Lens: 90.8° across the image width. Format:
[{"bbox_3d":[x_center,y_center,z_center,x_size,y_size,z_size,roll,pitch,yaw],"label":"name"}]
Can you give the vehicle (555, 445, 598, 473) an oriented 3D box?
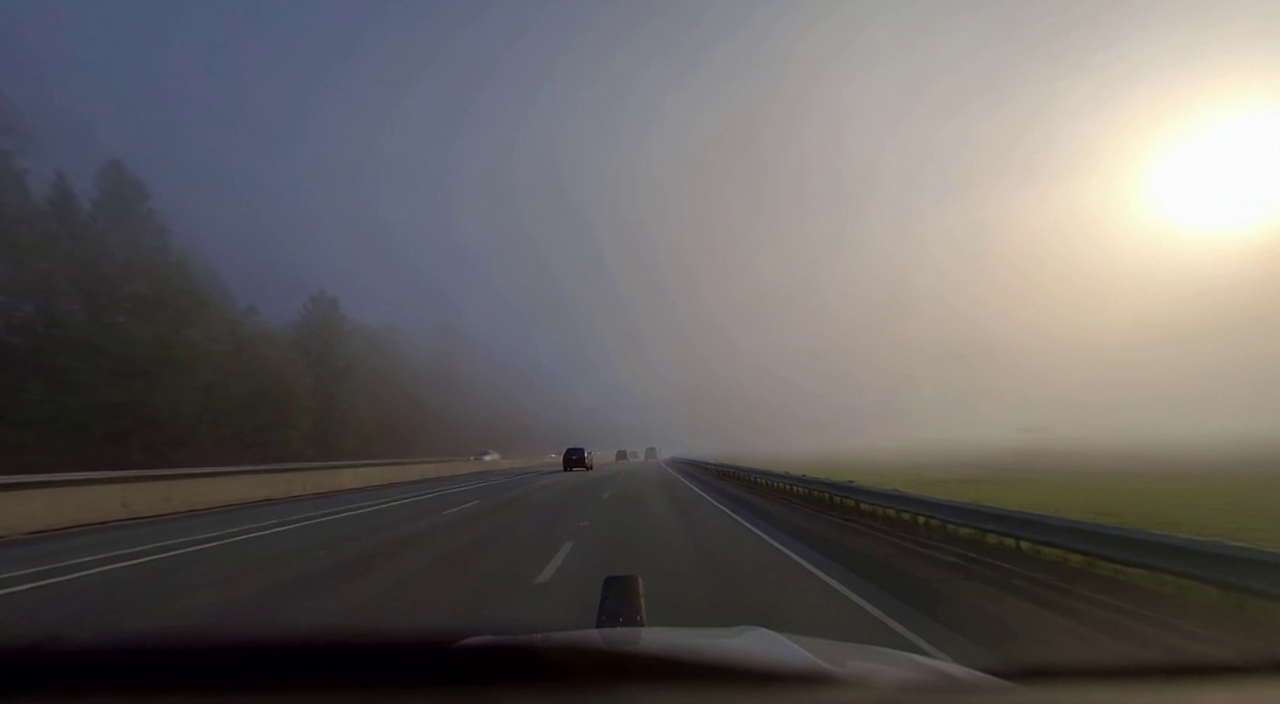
[{"bbox_3d":[-4.026,6.879,40.821,2.188,1.692,4.623,0,-9,2],"label":"vehicle"}]
